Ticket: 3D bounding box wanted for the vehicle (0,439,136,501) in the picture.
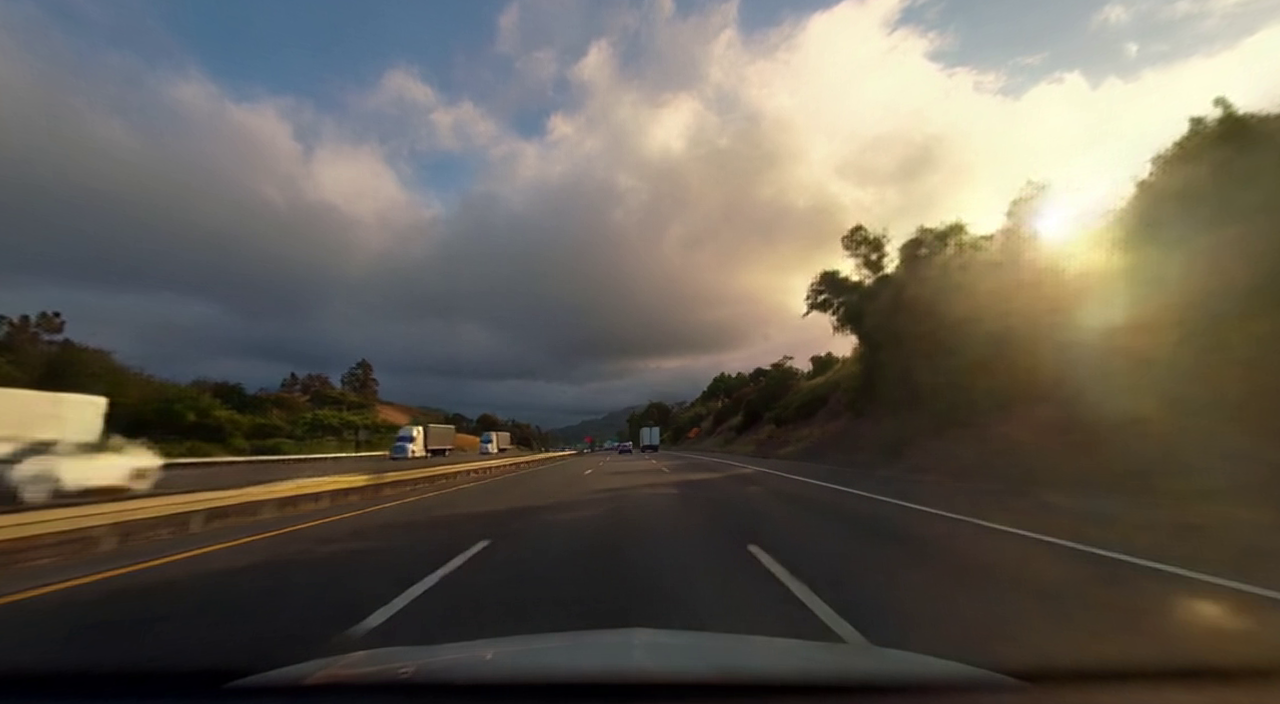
[{"bbox_3d":[-19.795,3.794,20.743,2.119,1.796,5.109,0,-8,-1],"label":"vehicle"}]
